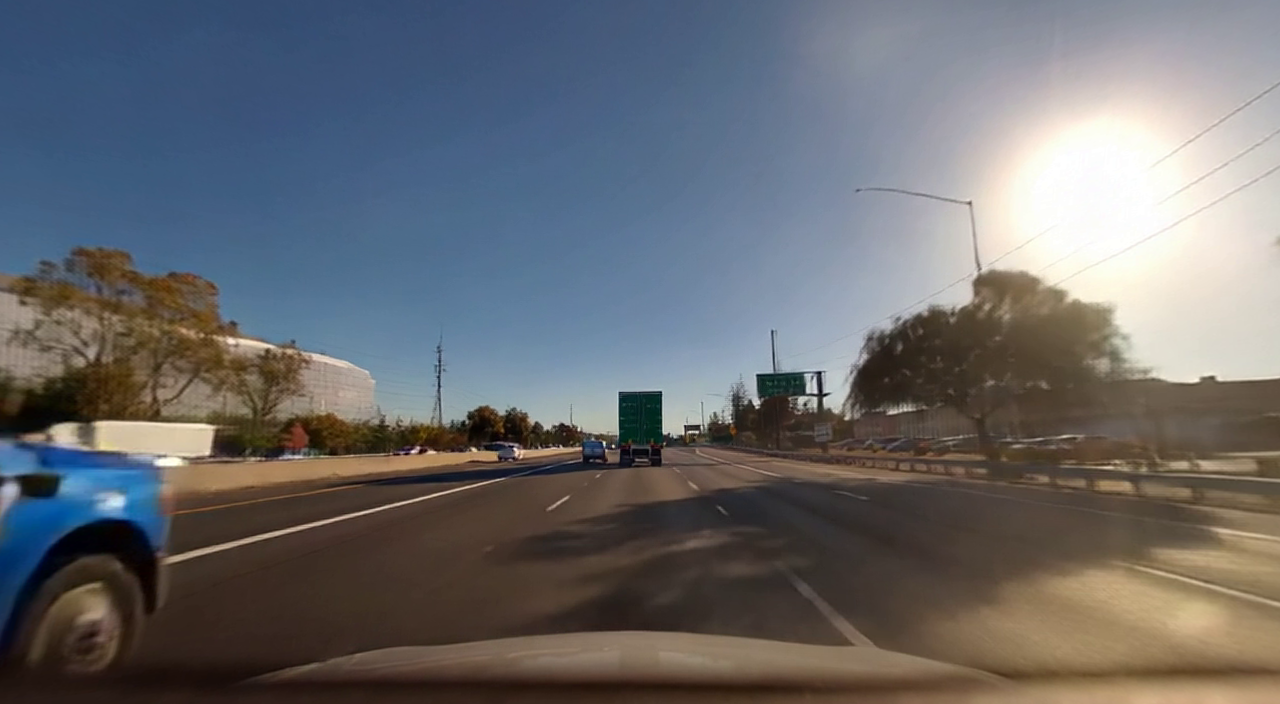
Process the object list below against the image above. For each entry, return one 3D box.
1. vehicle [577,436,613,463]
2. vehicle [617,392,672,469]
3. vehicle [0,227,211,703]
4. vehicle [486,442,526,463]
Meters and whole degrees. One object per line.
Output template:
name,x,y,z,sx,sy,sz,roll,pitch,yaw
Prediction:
vehicle,-3.317,7.270,47.268,2.293,1.923,5.141,0,-8,0
vehicle,0.306,5.103,40.023,2.879,4.085,13.125,0,-8,1
vehicle,-3.766,0.298,0.100,2.749,2.141,6.515,0,-8,1
vehicle,-10.473,7.873,49.593,2.012,1.509,4.789,0,-8,1
